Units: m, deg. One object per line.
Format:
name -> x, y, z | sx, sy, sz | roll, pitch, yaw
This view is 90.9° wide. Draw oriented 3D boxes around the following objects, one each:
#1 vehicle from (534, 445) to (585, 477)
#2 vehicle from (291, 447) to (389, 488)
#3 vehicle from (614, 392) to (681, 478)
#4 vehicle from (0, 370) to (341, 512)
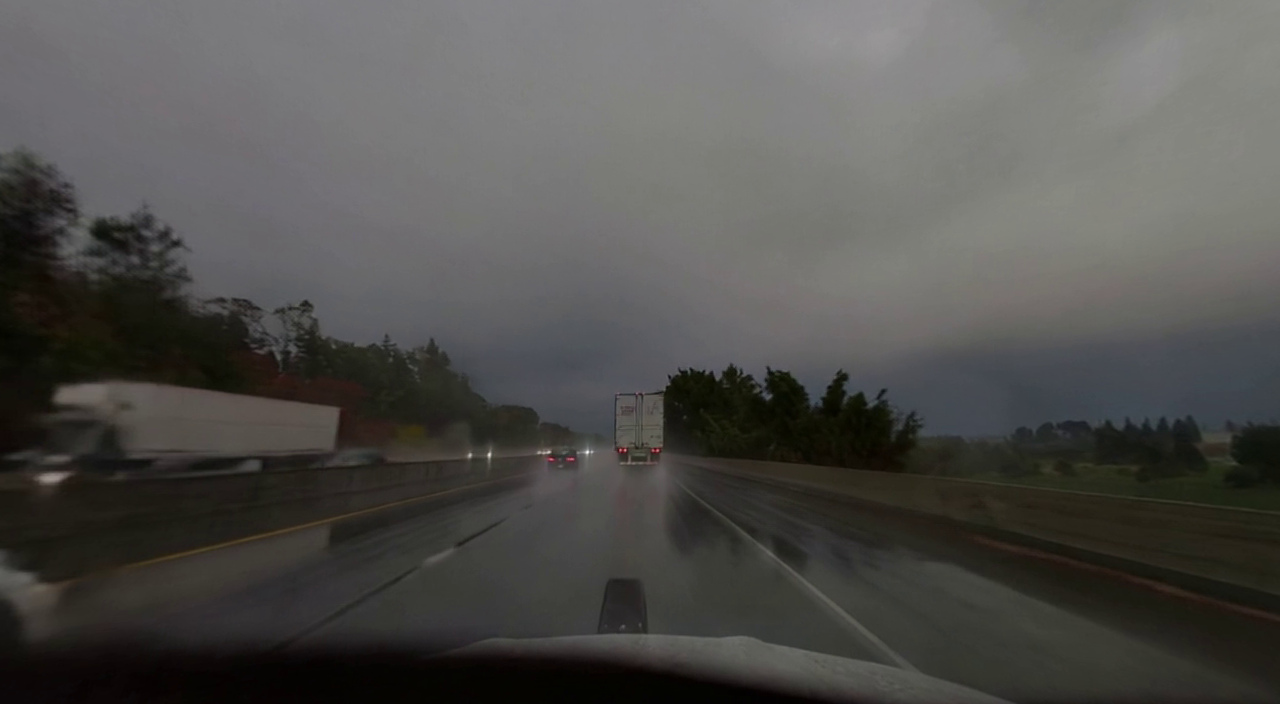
vehicle -> -4.165, 5.735, 33.427 | 2.074, 1.546, 4.946 | 0, -9, 0
vehicle -> -13.410, 5.175, 28.537 | 2.224, 1.691, 4.519 | 0, -9, 0
vehicle -> 0.238, 4.451, 32.960 | 2.959, 3.828, 9.617 | 0, -9, -1
vehicle -> -17.995, 3.880, 26.504 | 2.912, 4.071, 16.625 | 0, -9, -1
